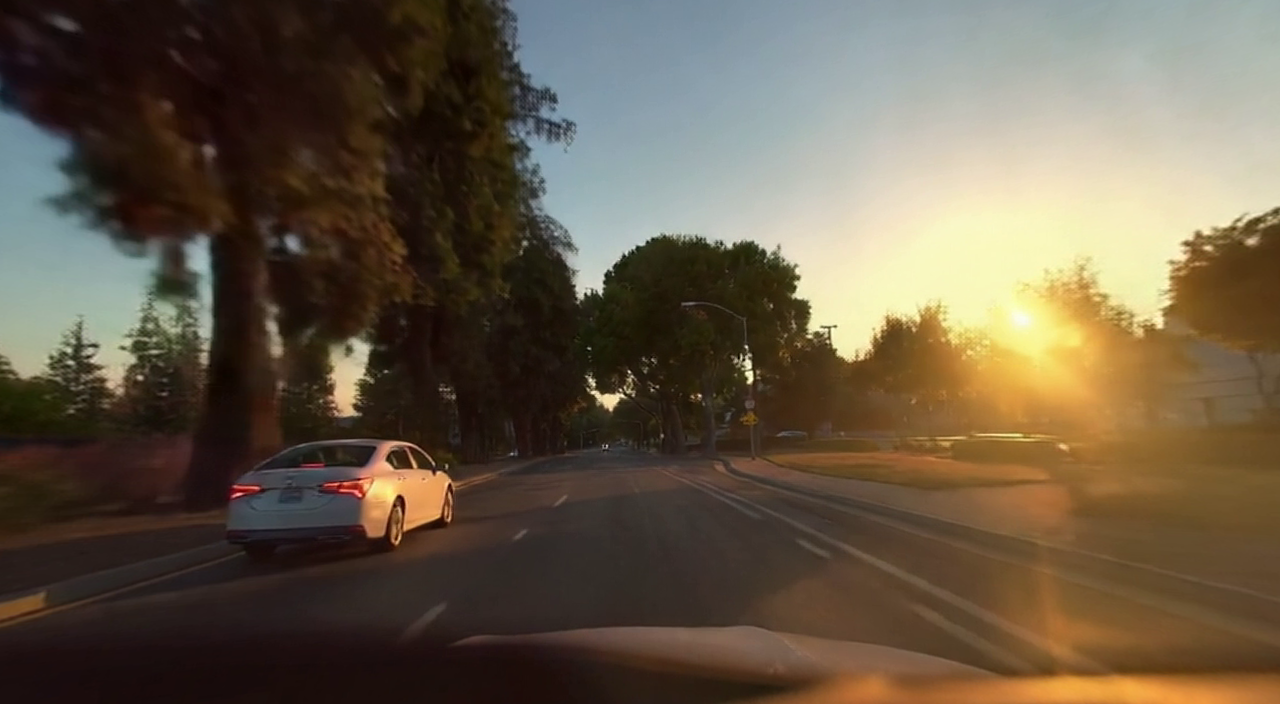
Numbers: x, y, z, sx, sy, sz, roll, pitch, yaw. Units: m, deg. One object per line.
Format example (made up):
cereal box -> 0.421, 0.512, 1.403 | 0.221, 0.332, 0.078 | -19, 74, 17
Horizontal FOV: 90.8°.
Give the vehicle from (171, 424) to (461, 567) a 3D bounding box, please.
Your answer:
vehicle -> -4.112, 1.869, 9.013 | 1.915, 1.521, 4.283 | 0, -9, -1
